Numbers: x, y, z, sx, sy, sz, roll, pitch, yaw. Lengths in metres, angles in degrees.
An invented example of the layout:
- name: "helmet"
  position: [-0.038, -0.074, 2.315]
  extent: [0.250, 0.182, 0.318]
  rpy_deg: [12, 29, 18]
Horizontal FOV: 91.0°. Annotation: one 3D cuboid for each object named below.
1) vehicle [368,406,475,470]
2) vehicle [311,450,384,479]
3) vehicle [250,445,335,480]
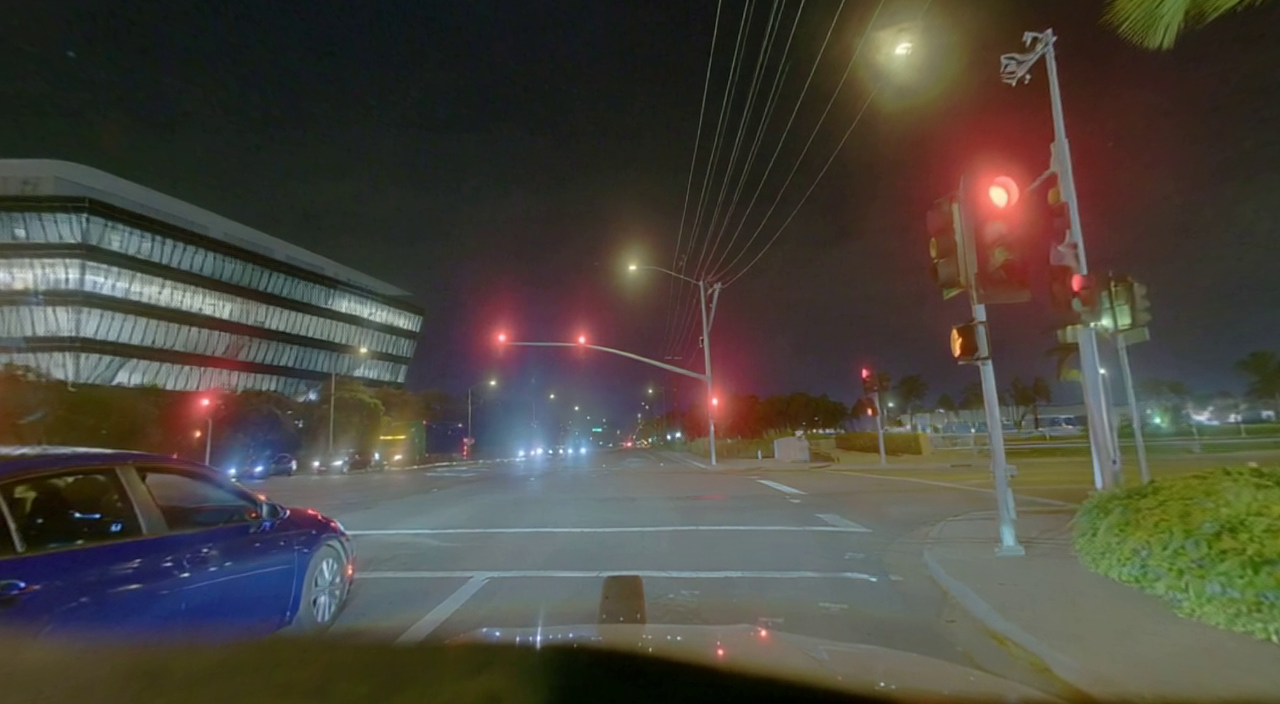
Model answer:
- name: "vehicle"
  position: [-15.128, 6.249, 45.007]
  extent: [3.014, 3.949, 11.279]
  rpy_deg: [0, -9, 3]
- name: "vehicle"
  position: [-15.348, 5.926, 33.290]
  extent: [1.875, 1.389, 3.784]
  rpy_deg: [0, -9, 3]
- name: "vehicle"
  position: [-19.082, 6.058, 34.826]
  extent: [2.017, 1.739, 4.569]
  rpy_deg: [0, -9, 1]
